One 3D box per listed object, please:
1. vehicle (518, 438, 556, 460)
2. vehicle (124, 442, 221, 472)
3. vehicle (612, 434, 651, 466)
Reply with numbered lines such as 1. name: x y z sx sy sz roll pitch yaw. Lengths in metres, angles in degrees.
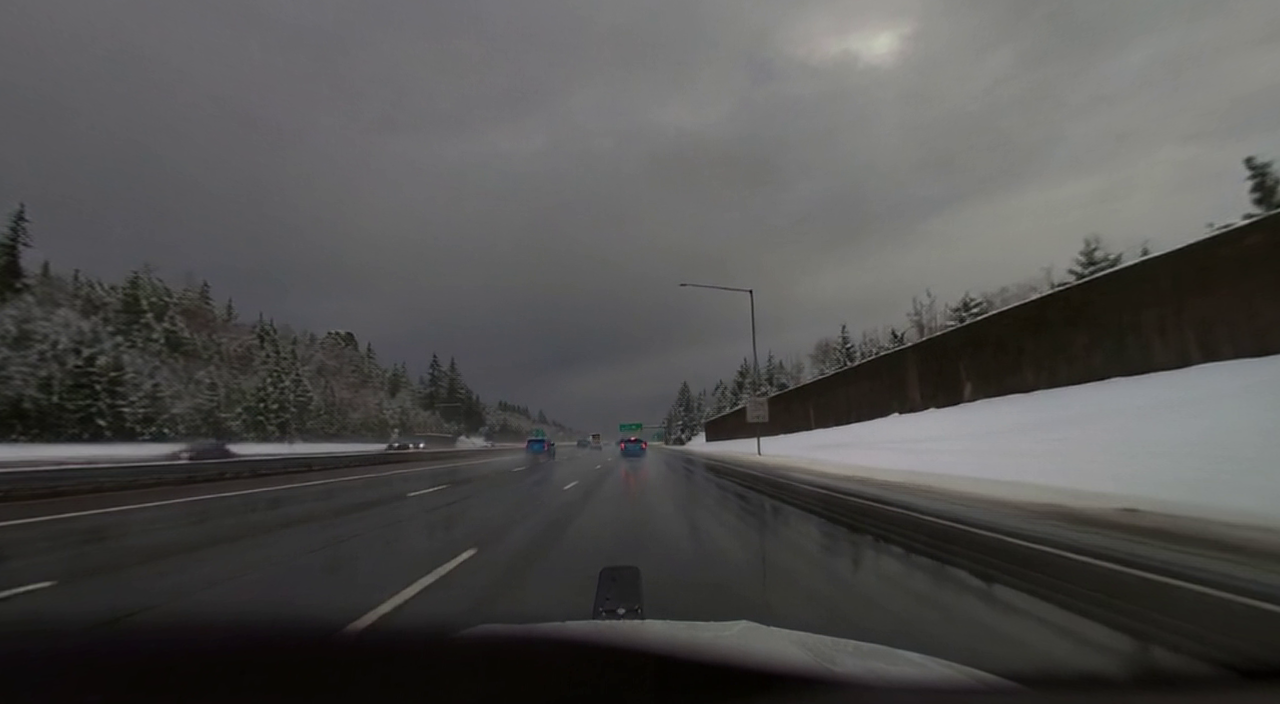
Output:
1. vehicle: -7.506 7.169 46.439 2.019 1.523 4.396 0 -8 1
2. vehicle: -25.266 5.667 34.279 1.822 1.531 4.471 0 -8 0
3. vehicle: -0.469 5.665 36.423 2.141 1.706 4.065 0 -8 0
